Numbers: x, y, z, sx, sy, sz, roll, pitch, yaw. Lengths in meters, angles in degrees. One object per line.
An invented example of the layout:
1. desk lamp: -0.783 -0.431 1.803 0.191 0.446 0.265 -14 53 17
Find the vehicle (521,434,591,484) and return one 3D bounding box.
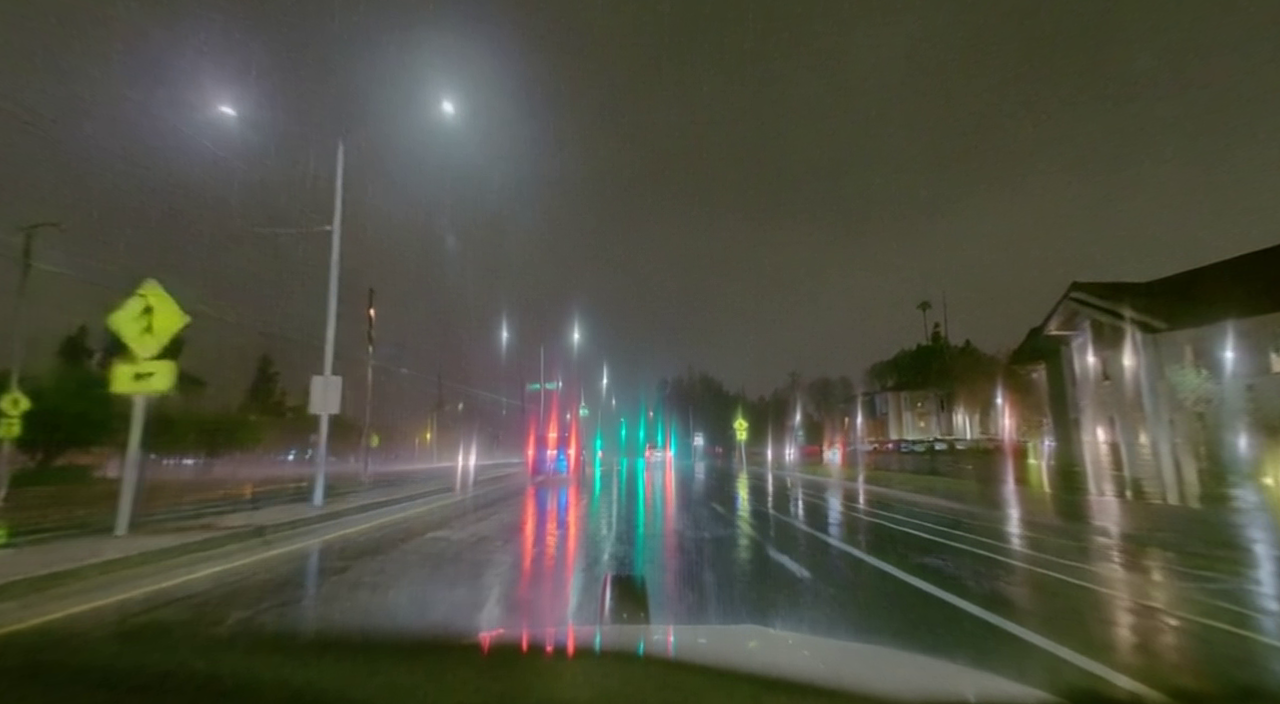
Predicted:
1. vehicle: -3.303 4.322 25.710 2.150 1.812 4.423 0 -9 1
